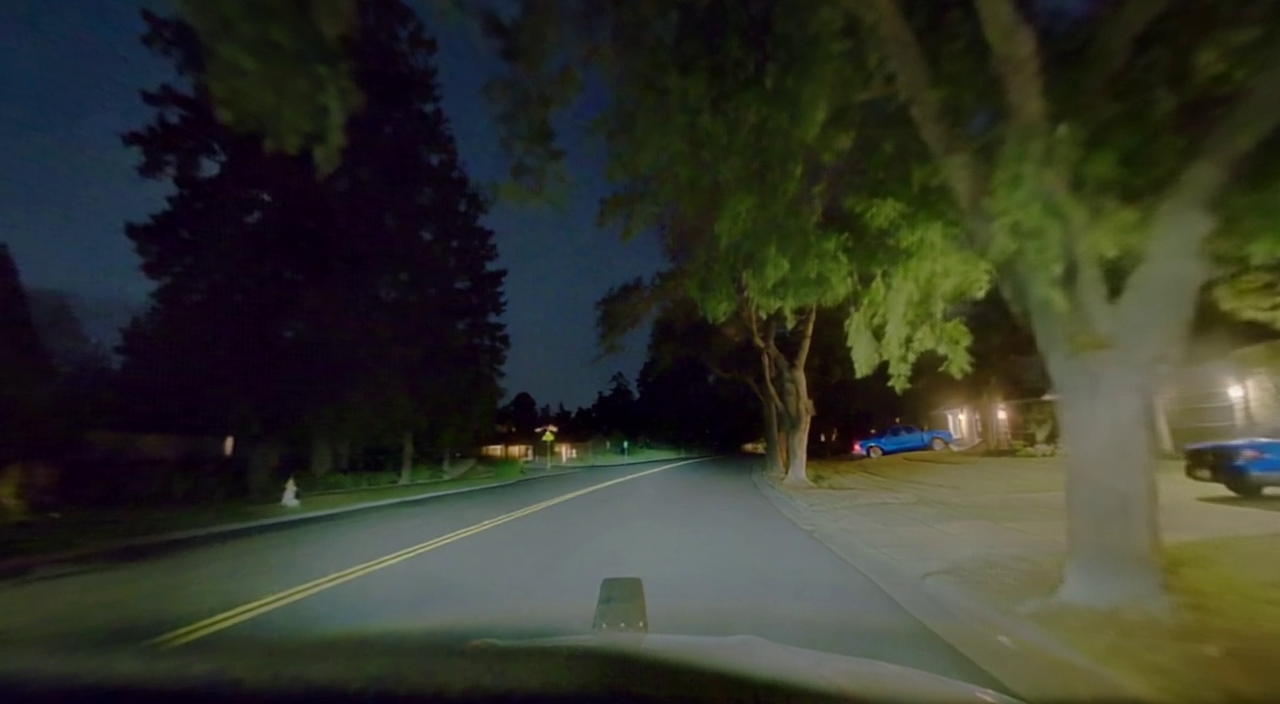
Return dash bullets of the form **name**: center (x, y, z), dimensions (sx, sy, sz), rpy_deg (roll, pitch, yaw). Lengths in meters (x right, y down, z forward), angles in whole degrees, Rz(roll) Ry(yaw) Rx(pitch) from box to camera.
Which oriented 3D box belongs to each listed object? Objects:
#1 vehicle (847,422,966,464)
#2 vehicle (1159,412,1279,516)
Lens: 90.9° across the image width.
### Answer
- **vehicle**: center (14.767, 5.135, 35.320), dimensions (5.704, 1.788, 2.095), rpy_deg (-7, -11, 14)
- **vehicle**: center (11.335, 1.540, 9.642), dimensions (4.644, 1.441, 2.074), rpy_deg (-6, -10, 11)
